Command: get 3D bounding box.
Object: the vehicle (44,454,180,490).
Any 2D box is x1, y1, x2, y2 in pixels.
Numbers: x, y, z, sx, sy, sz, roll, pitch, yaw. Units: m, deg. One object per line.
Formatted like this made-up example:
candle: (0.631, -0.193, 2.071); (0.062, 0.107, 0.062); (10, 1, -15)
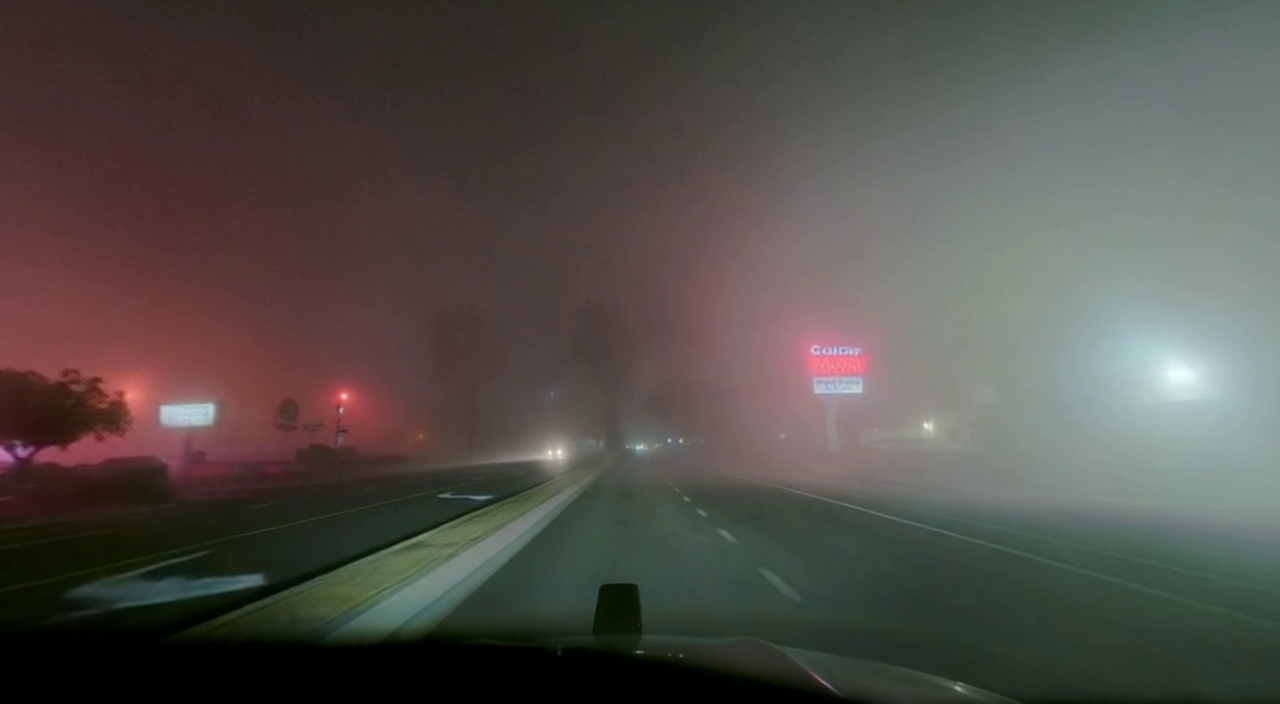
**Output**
vehicle: (-27.782, 6.315, 33.480); (4.922, 1.751, 2.195); (3, -9, -16)
